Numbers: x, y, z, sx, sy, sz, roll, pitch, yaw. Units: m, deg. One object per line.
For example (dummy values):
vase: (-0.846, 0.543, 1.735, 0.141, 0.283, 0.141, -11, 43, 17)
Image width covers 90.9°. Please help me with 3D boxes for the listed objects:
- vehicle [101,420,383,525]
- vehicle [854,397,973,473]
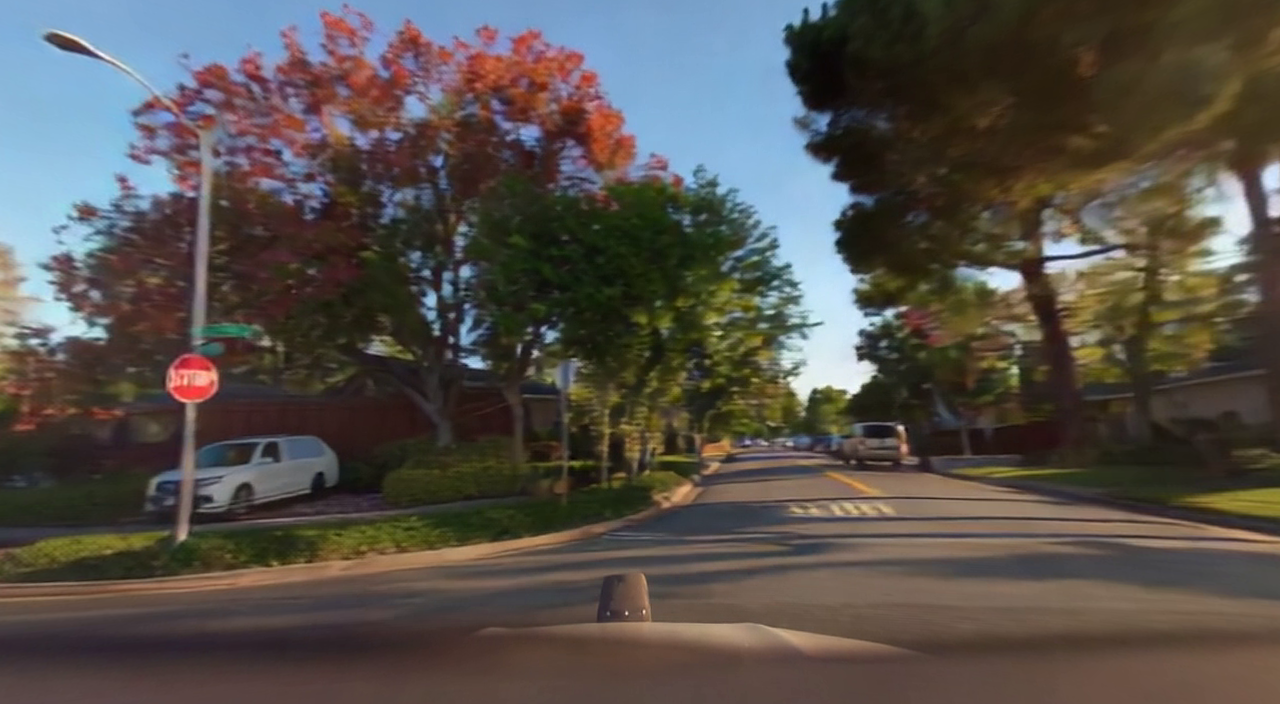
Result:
vehicle: (-8.624, 2.593, 14.711, 2.286, 1.915, 5.980, -1, -7, 6)
vehicle: (12.676, 3.851, 29.912, 2.718, 3.089, 6.380, -2, -6, 1)
